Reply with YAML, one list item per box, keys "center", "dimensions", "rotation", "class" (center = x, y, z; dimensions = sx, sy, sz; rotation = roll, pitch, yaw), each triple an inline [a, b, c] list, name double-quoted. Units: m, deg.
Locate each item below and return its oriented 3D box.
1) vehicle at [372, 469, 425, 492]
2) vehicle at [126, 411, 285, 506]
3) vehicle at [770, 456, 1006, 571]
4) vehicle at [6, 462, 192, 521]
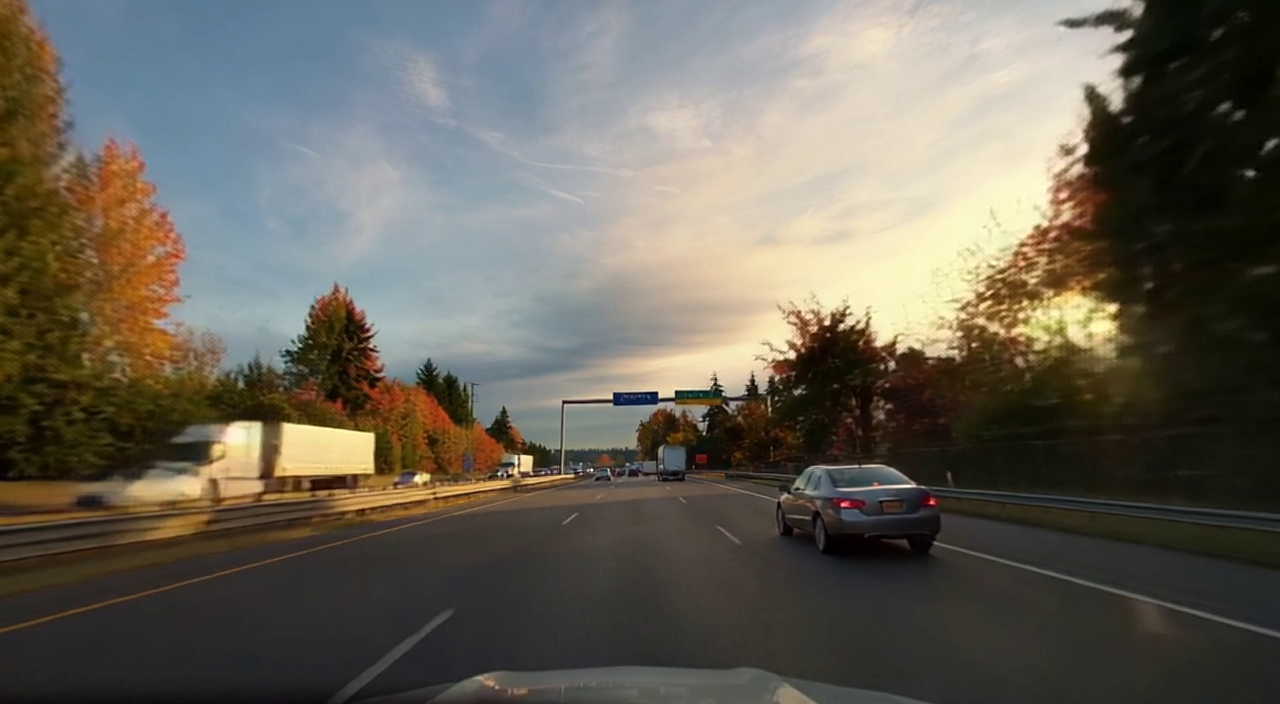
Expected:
- center: [-16.021, 8.536, 42.039]
  dimensions: [1.780, 1.452, 4.497]
  rotation: [1, -10, 0]
  class: "vehicle"
- center: [-20.205, 5.081, 29.888]
  dimensions: [2.936, 3.988, 5.945]
  rotation: [0, -11, 0]
  class: "vehicle"
- center: [3.746, 2.559, 10.634]
  dimensions: [2.051, 1.472, 4.547]
  rotation: [1, -10, -1]
  class: "vehicle"
- center: [-15.640, 4.029, 18.560]
  dimensions: [1.736, 1.475, 4.118]
  rotation: [0, -10, 1]
  class: "vehicle"
